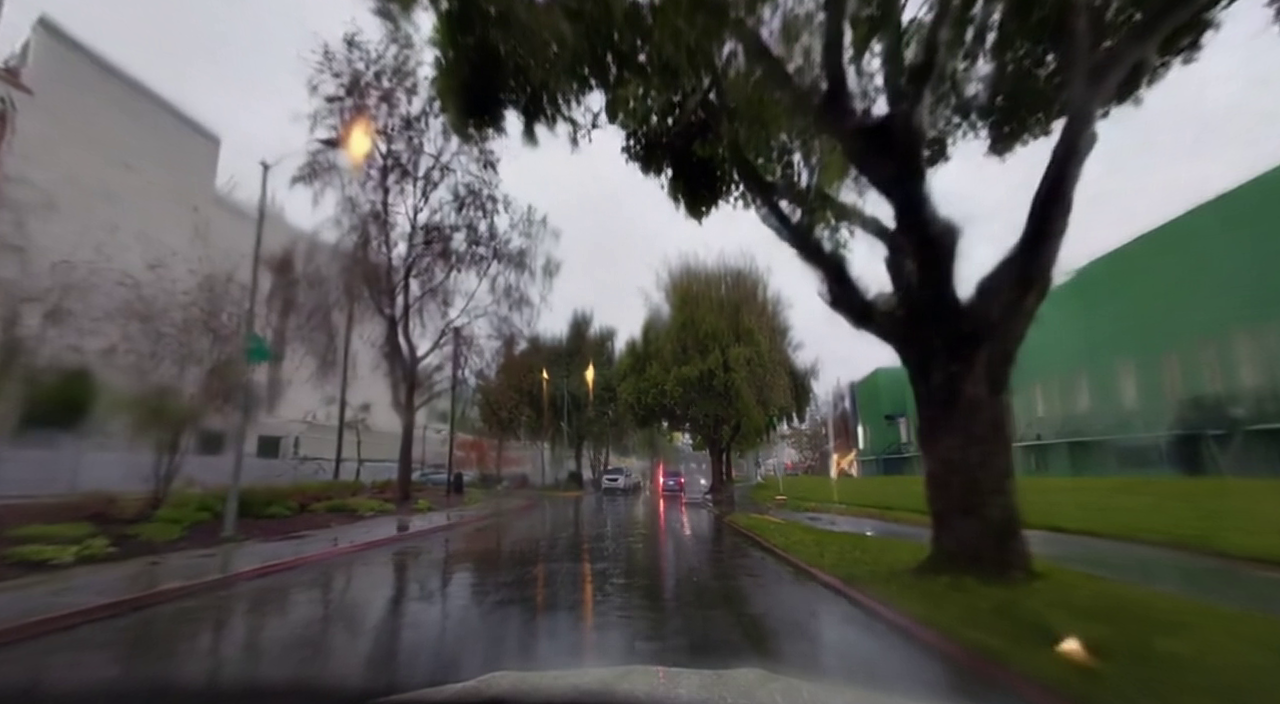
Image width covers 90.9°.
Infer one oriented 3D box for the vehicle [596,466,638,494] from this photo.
[{"bbox_3d":[-1.543,9.018,44.492,2.022,1.776,4.625,-3,-10,10],"label":"vehicle"}]
